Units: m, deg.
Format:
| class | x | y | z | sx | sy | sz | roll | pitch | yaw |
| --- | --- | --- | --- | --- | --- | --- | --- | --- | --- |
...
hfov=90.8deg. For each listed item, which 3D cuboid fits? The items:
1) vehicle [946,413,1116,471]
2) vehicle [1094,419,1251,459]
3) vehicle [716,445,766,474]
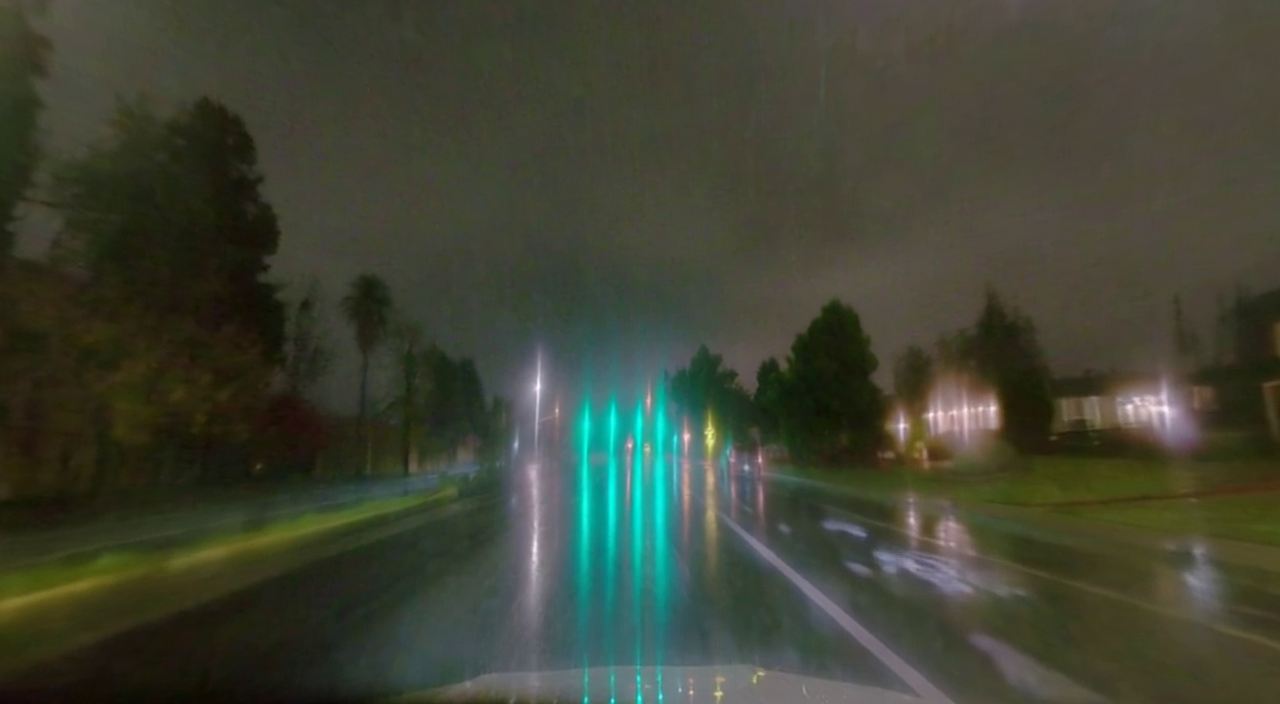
| class | x | y | z | sx | sy | sz | roll | pitch | yaw |
| --- | --- | --- | --- | --- | --- | --- | --- | --- | --- |
| vehicle | 15.239 | 3.540 | 24.859 | 5.136 | 1.795 | 2.244 | -4 | -9 | -3 |
| vehicle | 21.040 | 3.460 | 25.113 | 4.479 | 1.474 | 1.907 | 0 | -8 | -1 |
| vehicle | 5.316 | 5.727 | 33.964 | 1.984 | 1.418 | 4.709 | 1 | -9 | 1 |
